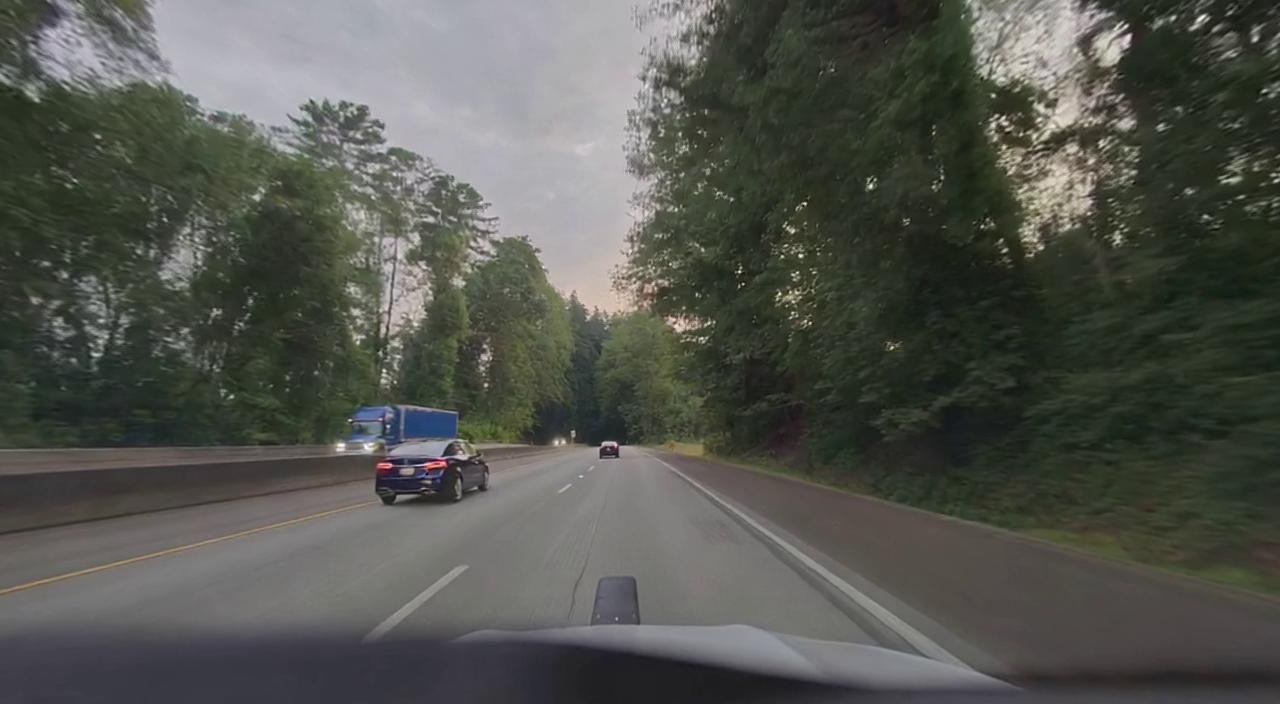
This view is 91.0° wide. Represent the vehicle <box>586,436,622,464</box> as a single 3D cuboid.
[{"bbox_3d":[-2.257,6.295,40.651,2.159,1.670,4.395,0,-8,-1],"label":"vehicle"}]

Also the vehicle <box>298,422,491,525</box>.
[{"bbox_3d":[-4.546,2.311,12.566,2.111,1.645,4.382,-1,-8,0],"label":"vehicle"}]
